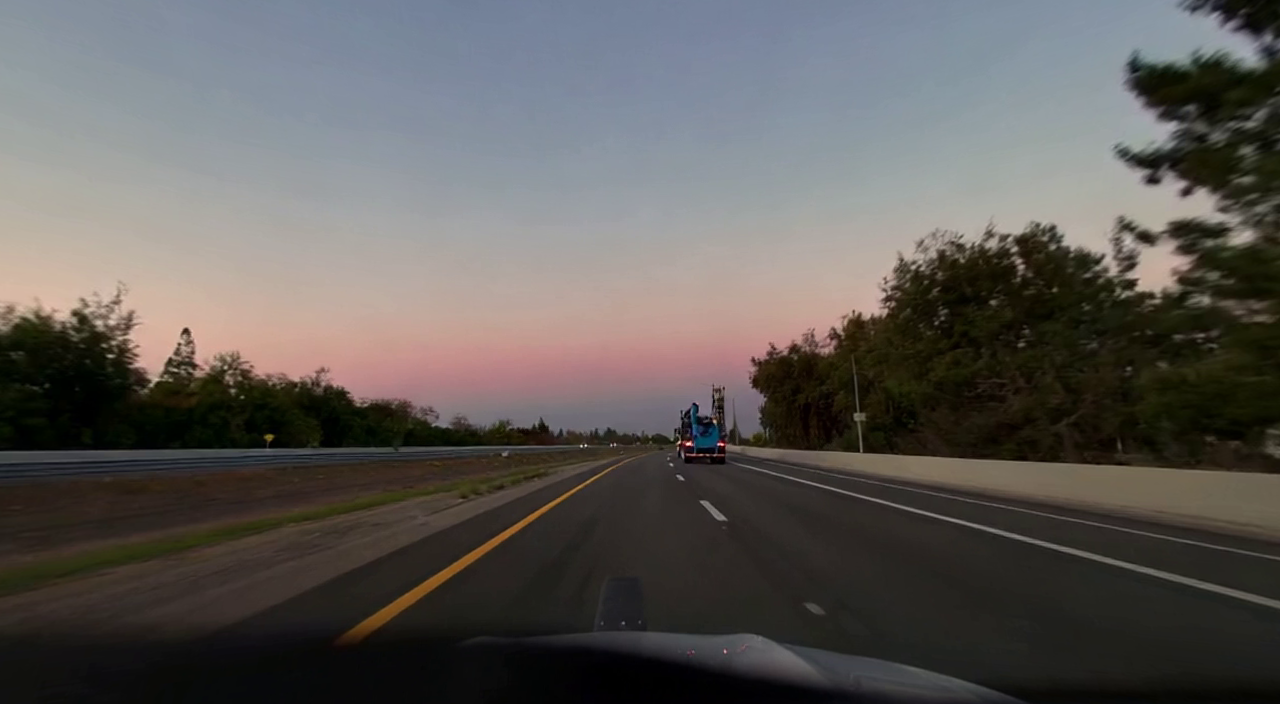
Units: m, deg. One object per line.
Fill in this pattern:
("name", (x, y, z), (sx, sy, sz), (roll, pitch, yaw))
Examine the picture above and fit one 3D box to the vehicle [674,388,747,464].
("vehicle", (3.862, 4.351, 36.434), (3.279, 3.956, 6.541), (0, -9, -1))
